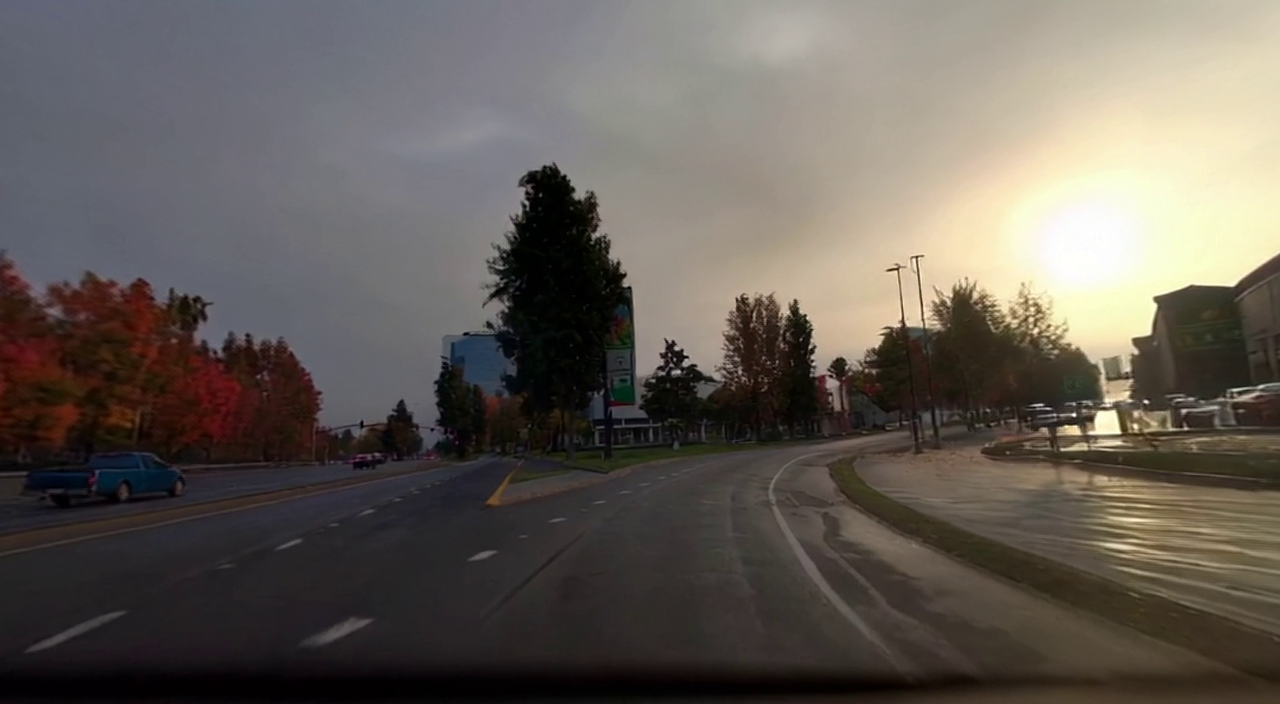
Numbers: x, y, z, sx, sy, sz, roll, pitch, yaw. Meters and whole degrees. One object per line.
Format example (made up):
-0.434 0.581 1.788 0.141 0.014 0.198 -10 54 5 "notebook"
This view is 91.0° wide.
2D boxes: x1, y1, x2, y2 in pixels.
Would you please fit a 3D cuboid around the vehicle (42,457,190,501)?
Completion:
-31.261 7.562 38.149 2.819 2.204 8.236 2 -9 -8 "vehicle"
